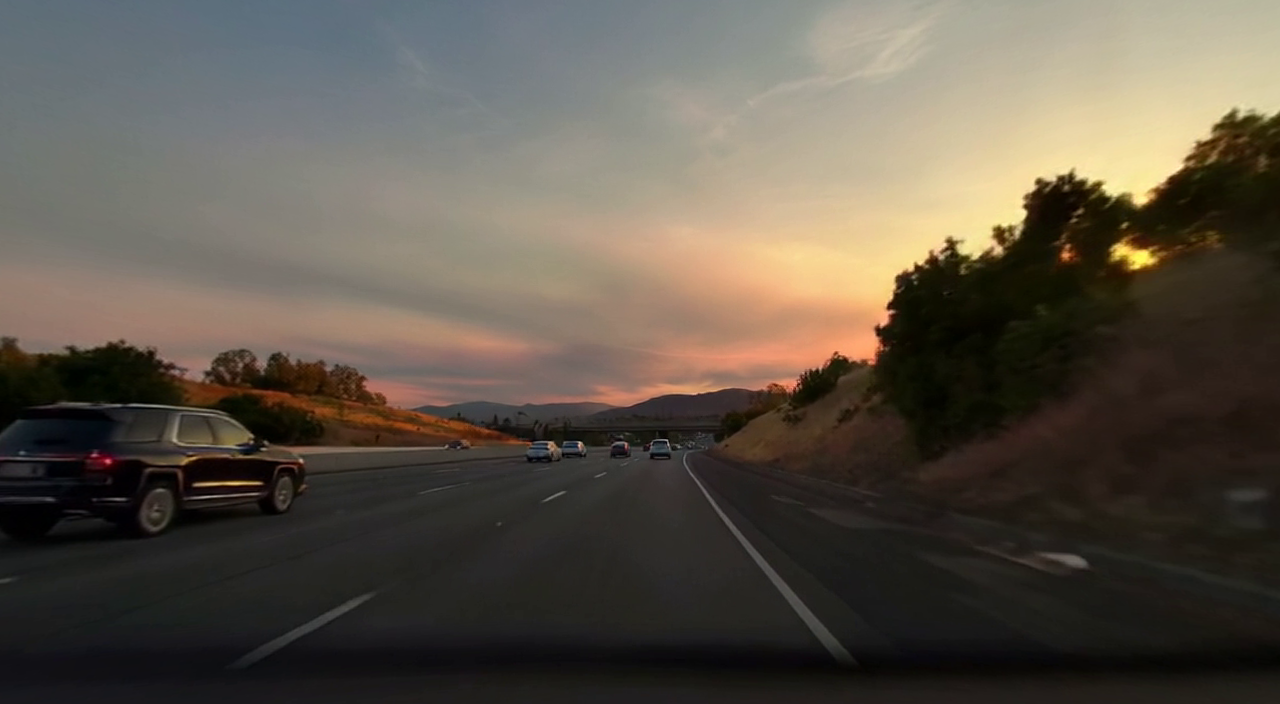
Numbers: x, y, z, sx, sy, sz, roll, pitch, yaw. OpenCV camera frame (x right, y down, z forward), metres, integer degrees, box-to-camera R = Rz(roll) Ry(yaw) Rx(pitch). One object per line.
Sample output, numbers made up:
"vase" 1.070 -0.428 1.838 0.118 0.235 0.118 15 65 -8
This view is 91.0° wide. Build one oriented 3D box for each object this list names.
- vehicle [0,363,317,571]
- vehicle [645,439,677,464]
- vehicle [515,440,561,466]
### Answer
"vehicle" -7.241 1.488 8.701 2.438 1.967 5.596 0 -8 2
"vehicle" 1.576 7.109 45.115 2.141 1.706 4.065 0 -8 4
"vehicle" -6.449 6.419 40.301 1.986 1.534 4.255 0 -8 4
